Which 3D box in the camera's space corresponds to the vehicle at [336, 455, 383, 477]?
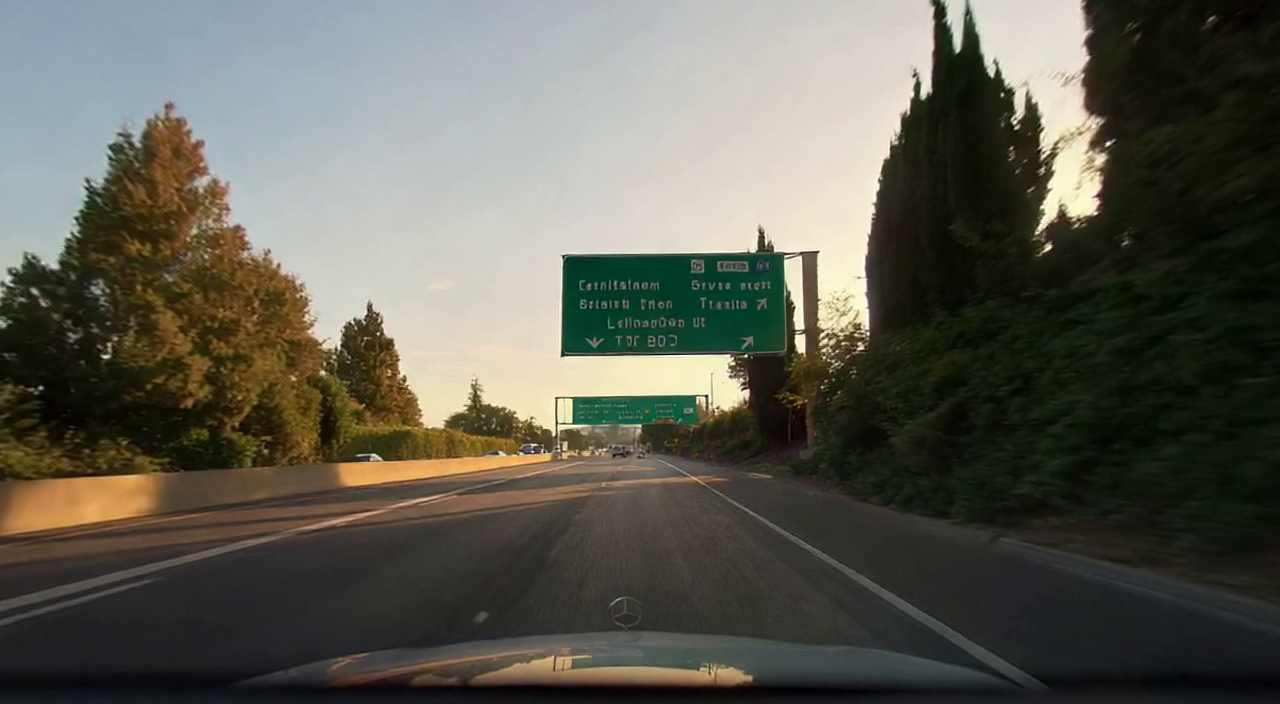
[{"bbox_3d":[-20.489,8.310,46.219,1.658,1.394,3.896,3,-9,-2],"label":"vehicle"}]
